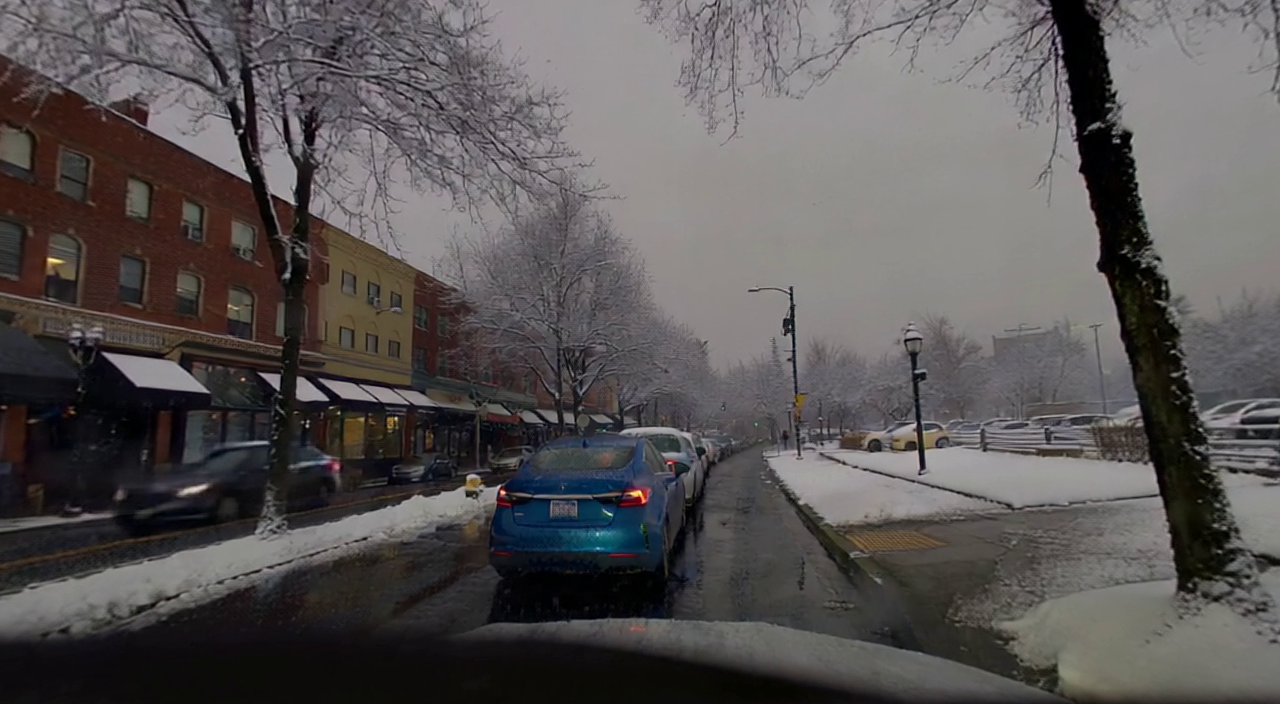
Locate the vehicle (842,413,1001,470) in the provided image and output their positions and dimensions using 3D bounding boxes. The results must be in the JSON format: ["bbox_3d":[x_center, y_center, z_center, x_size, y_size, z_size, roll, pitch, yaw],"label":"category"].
[{"bbox_3d":[9.025,2.839,20.224,4.558,1.528,1.915,0,-8,-23],"label":"vehicle"}]

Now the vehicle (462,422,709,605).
[{"bbox_3d":[-0.278,1.632,7.289,1.939,1.478,3.922,-1,-8,9],"label":"vehicle"}]

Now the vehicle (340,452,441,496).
[{"bbox_3d":[-10.257,5.031,26.286,1.826,1.432,4.556,-7,-9,8],"label":"vehicle"}]

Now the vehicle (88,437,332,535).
[{"bbox_3d":[-9.206,2.860,14.072,2.054,1.772,4.276,-4,-9,9],"label":"vehicle"}]
